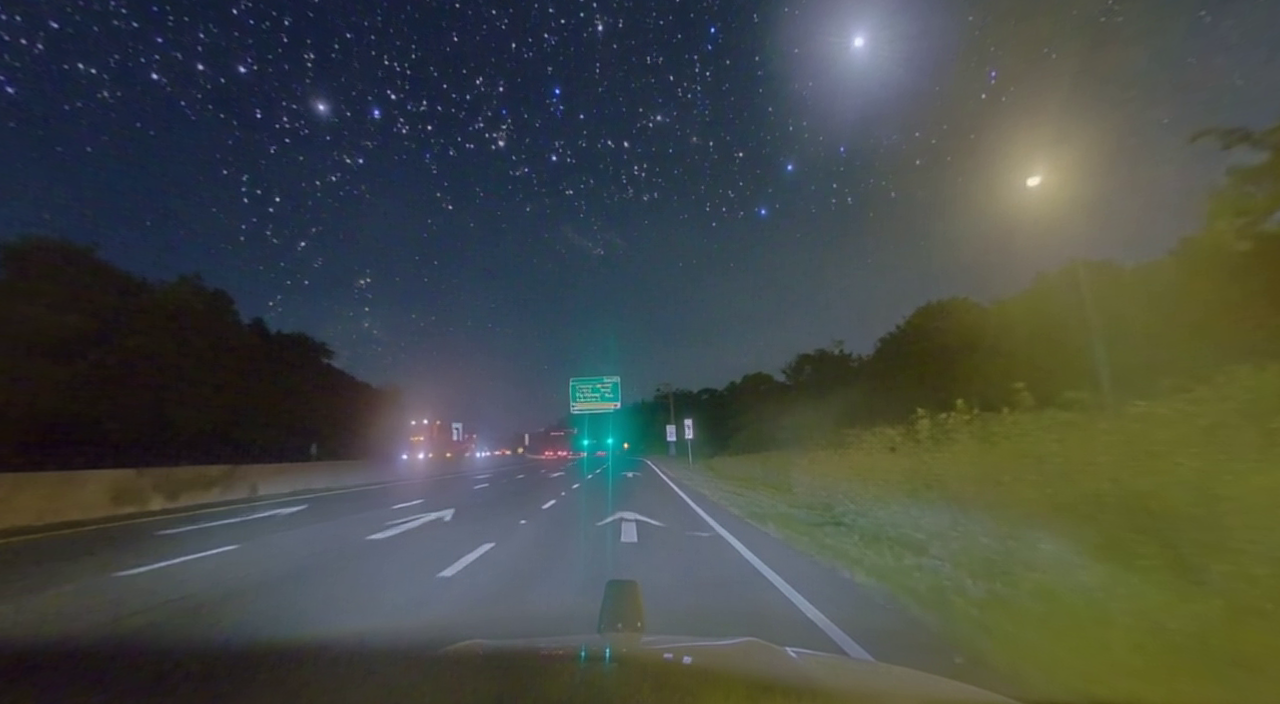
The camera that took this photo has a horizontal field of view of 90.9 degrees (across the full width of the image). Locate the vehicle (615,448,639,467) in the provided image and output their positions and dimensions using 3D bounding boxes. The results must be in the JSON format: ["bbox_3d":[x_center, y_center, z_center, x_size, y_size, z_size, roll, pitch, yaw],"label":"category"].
[{"bbox_3d":[-1.048,8.201,49.179,1.807,1.427,3.645,0,-9,-2],"label":"vehicle"}]

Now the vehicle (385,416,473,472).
[{"bbox_3d":[-15.013,6.771,45.875,2.988,3.568,10.170,0,-9,-1],"label":"vehicle"}]
